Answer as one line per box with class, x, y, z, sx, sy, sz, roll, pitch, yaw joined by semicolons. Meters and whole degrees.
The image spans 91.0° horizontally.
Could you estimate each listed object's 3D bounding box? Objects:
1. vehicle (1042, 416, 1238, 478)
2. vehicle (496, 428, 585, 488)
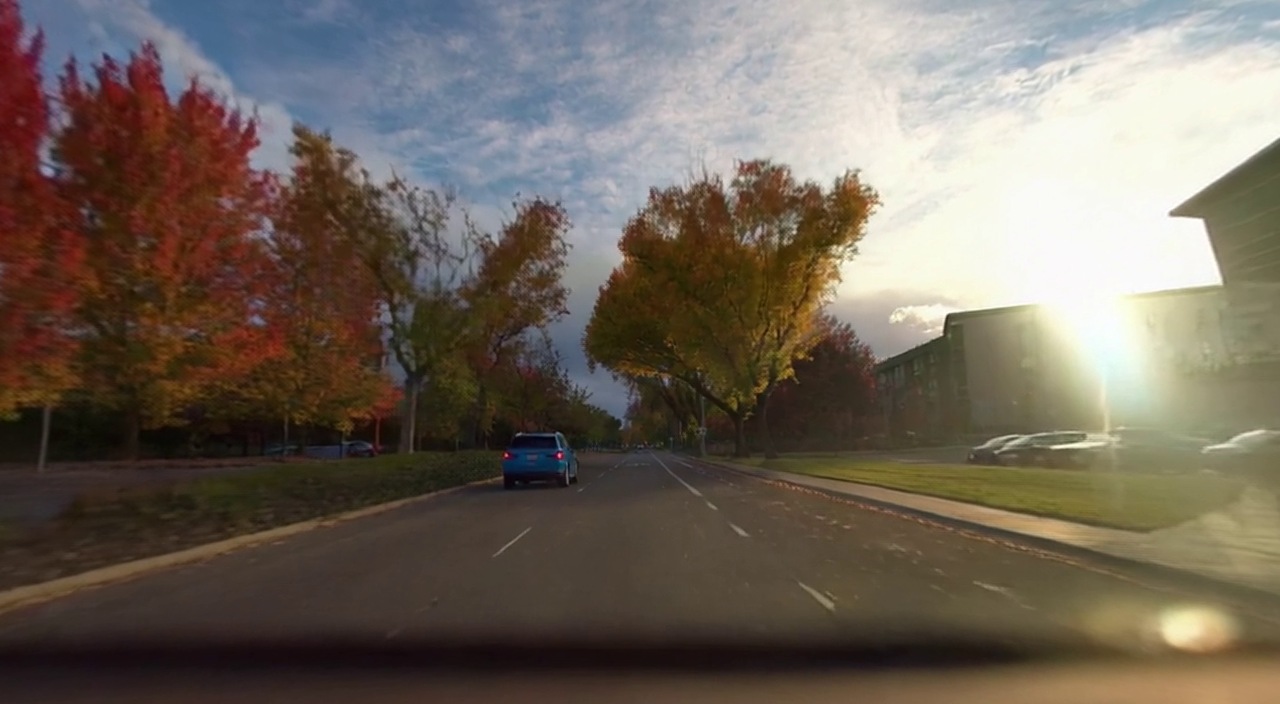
vehicle;17.411;3.313;22.137;4.929;1.875;2.154;-2;-8;0
vehicle;-3.165;3.505;21.072;2.112;1.779;4.489;0;-8;2
